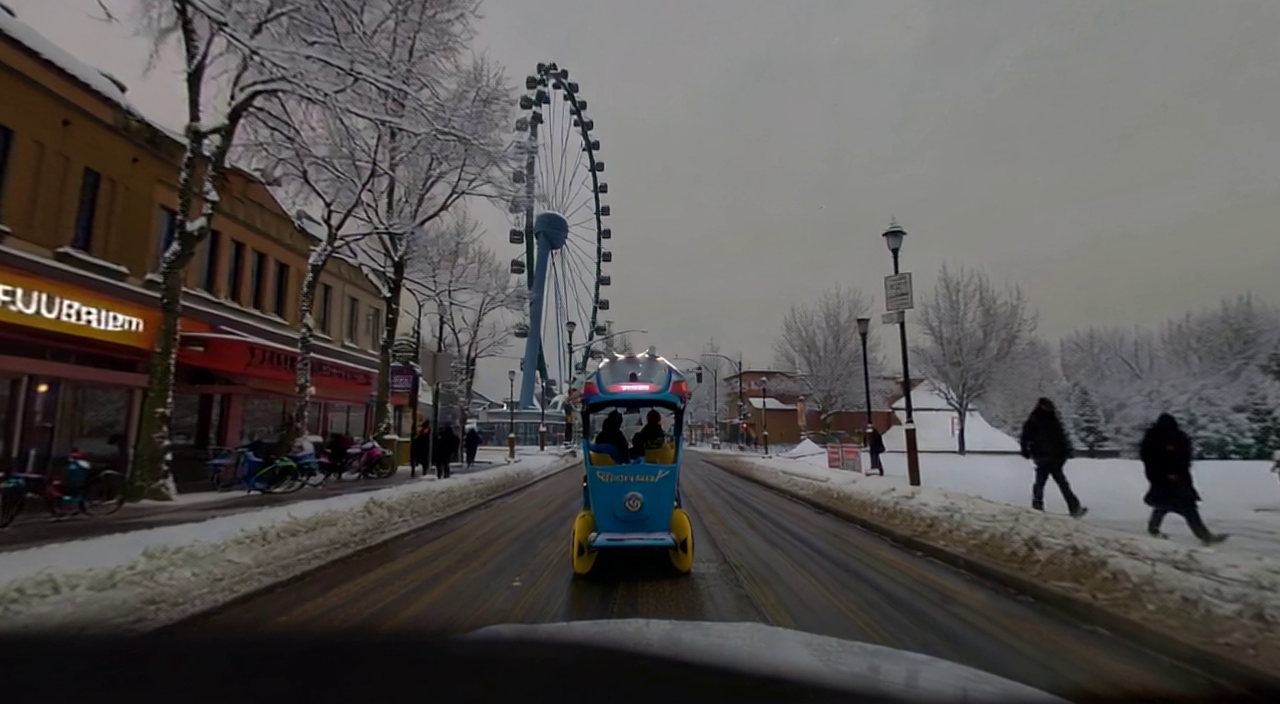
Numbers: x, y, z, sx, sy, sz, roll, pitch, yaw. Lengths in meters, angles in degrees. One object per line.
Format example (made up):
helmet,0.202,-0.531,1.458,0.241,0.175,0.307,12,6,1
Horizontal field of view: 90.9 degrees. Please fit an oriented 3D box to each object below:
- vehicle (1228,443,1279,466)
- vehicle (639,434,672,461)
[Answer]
vehicle,41.783,6.722,41.359,4.120,1.445,1.893,-2,-9,10
vehicle,1.115,6.736,44.246,2.221,1.773,4.228,-1,-9,2
